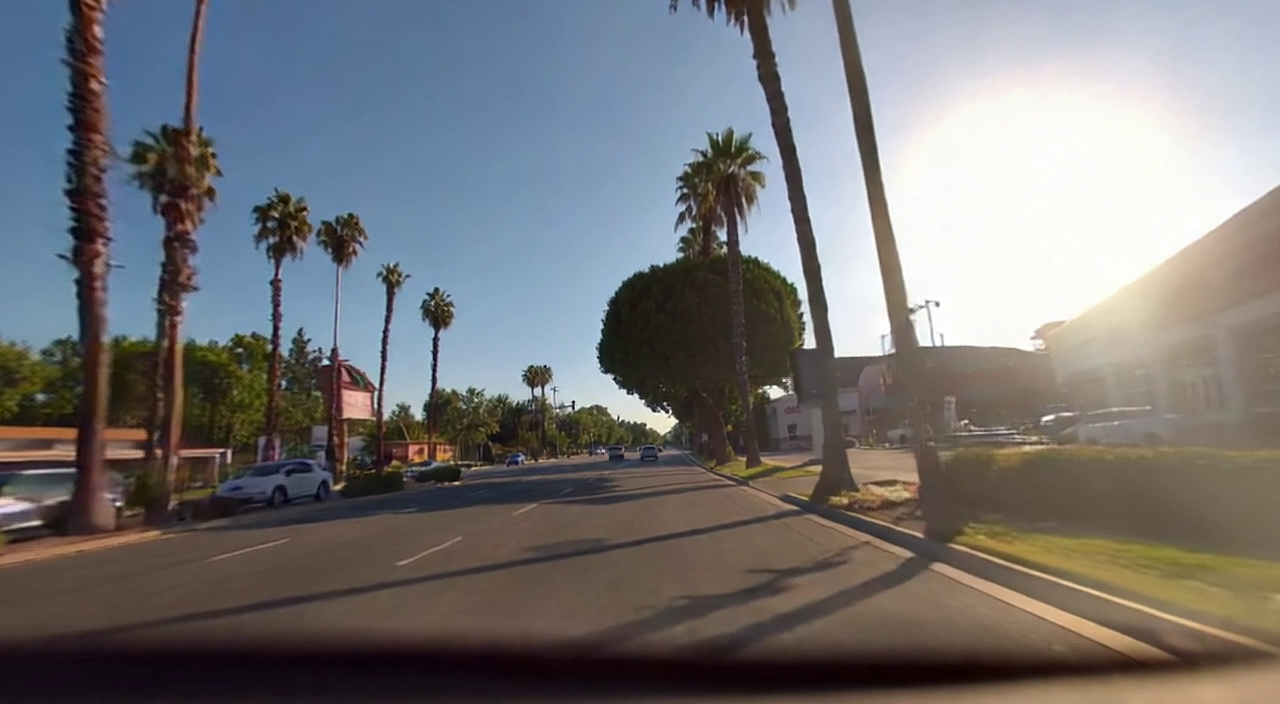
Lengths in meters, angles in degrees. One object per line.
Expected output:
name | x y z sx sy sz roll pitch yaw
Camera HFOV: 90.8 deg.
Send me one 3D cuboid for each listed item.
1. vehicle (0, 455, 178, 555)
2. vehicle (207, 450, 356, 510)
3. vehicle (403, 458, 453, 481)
vehicle | -12.525 3.062 13.255 2.199 1.696 4.440 0 -8 1
vehicle | -12.433 4.422 22.421 2.306 1.807 4.927 0 -8 1
vehicle | -15.340 8.507 45.927 1.940 1.492 4.495 0 -8 1
